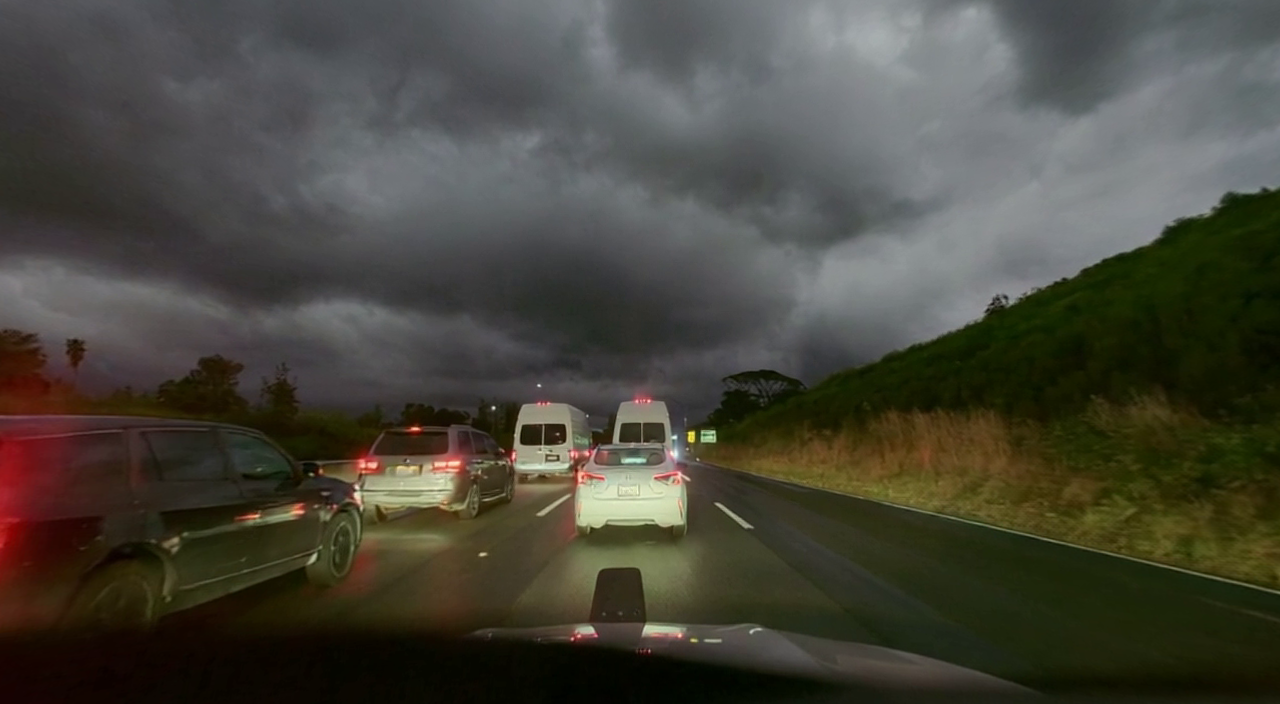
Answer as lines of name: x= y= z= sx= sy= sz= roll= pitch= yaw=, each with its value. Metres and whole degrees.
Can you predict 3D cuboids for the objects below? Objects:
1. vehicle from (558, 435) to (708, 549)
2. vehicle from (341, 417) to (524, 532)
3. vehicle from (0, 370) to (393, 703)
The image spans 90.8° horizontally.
vehicle: x=-0.095 y=2.137 z=10.175 sx=1.995 sy=1.495 sz=3.380 roll=0 pitch=-9 yaw=0
vehicle: x=-3.930 y=2.422 z=12.990 sx=2.055 sy=1.913 sz=4.584 roll=-1 pitch=-9 yaw=2
vehicle: x=-3.665 y=1.208 z=4.452 sx=2.029 sy=1.656 sz=4.437 roll=0 pitch=-9 yaw=0
